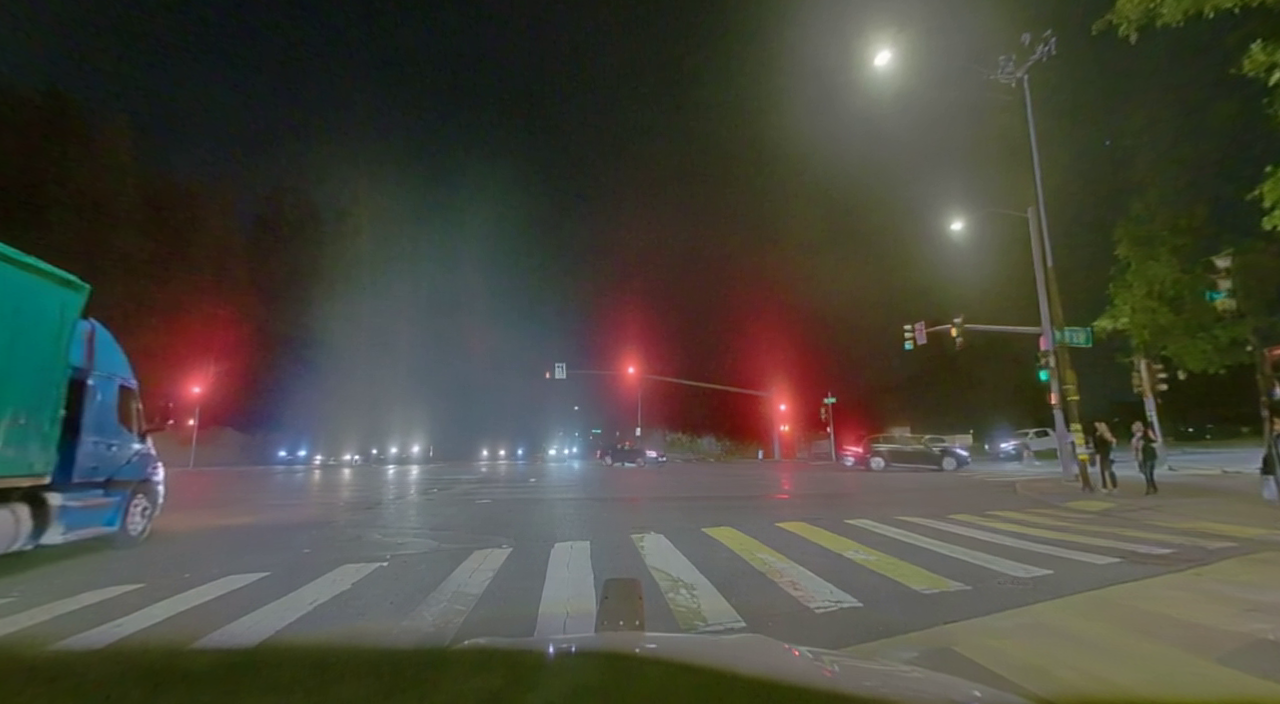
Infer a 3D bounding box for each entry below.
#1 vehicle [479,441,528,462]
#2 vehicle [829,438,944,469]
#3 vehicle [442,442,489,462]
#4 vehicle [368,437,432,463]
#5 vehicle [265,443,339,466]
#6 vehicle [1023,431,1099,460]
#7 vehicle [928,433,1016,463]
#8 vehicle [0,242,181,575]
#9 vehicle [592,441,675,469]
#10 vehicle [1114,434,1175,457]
[{"bbox_3d":[-10.138,7.468,47.399,2.097,1.484,4.596,-1,-9,8],"label":"vehicle"},{"bbox_3d":[12.315,5.097,31.794,4.911,1.504,2.109,0,-9,2],"label":"vehicle"},{"bbox_3d":[-13.167,7.590,47.860,1.845,1.426,4.289,-1,-9,8],"label":"vehicle"},{"bbox_3d":[-17.374,7.151,45.999,2.189,1.753,4.785,-2,-9,9],"label":"vehicle"},{"bbox_3d":[-21.819,6.641,40.997,1.859,1.415,4.591,-1,-9,8],"label":"vehicle"},{"bbox_3d":[28.320,6.295,42.484,4.662,1.840,2.055,4,-10,-26],"label":"vehicle"},{"bbox_3d":[20.165,5.824,38.350,5.244,1.717,1.897,4,-10,-27],"label":"vehicle"},{"bbox_3d":[-7.727,0.489,5.538,3.112,3.230,6.726,1,-7,-10],"label":"vehicle"},{"bbox_3d":[-0.403,5.505,33.945,1.911,1.415,4.487,8,-12,-43],"label":"vehicle"},{"bbox_3d":[38.651,7.158,48.392,4.122,1.682,1.930,4,-9,-25],"label":"vehicle"}]
